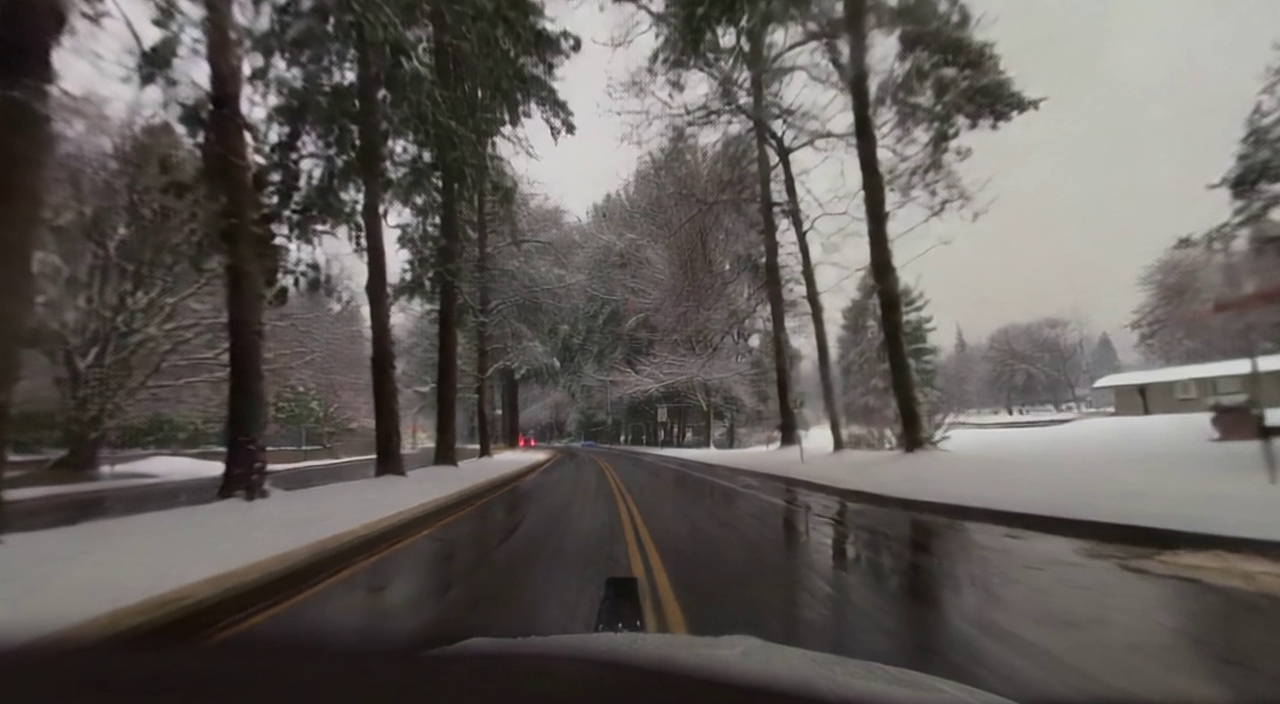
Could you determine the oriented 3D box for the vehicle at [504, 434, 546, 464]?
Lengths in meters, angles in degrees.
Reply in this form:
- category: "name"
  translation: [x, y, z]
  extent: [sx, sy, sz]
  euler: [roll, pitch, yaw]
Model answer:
- category: "vehicle"
  translation: [-7.704, 6.589, 42.948]
  extent: [2.267, 1.849, 6.402]
  euler: [0, -8, -5]
